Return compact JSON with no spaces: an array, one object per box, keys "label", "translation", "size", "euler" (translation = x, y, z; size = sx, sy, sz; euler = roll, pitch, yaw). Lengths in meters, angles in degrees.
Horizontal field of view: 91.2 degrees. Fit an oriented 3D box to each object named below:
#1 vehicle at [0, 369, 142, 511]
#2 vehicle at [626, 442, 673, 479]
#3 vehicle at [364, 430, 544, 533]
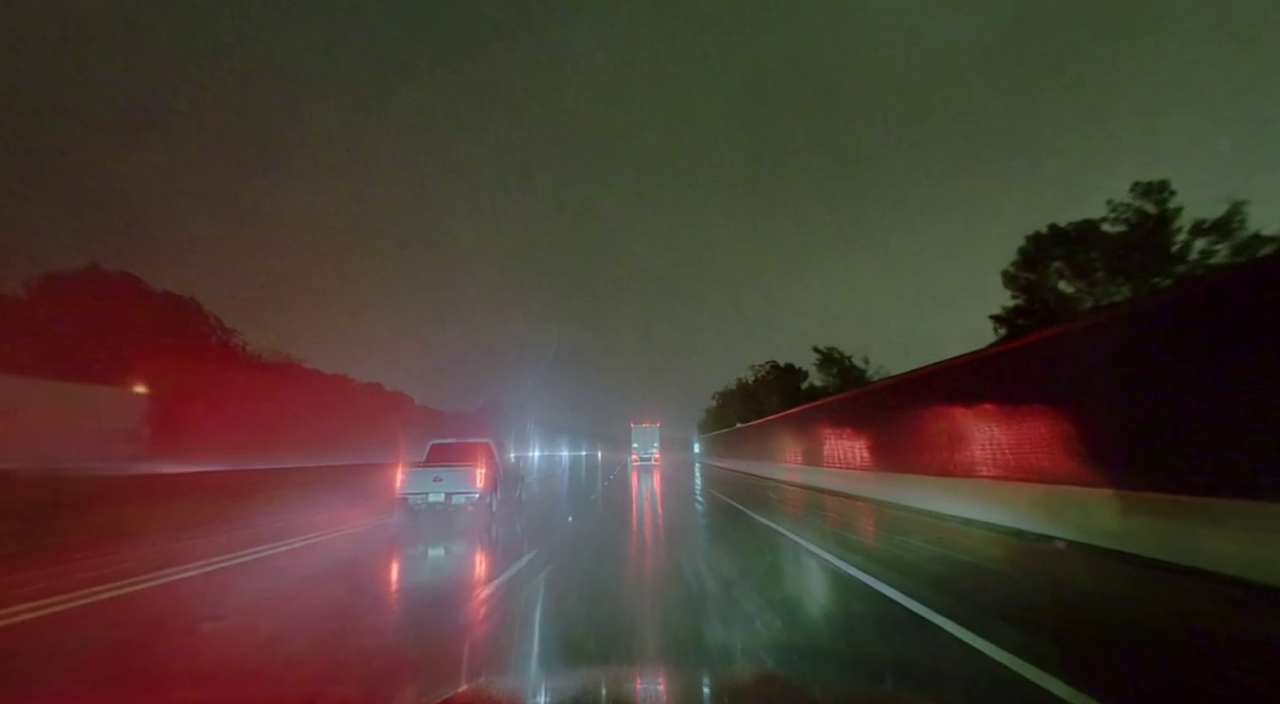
[{"label":"vehicle","translation":[-16.281,2.080,14.795],"size":[2.675,3.281,7.573],"euler":[0,-9,0]},{"label":"vehicle","translation":[0.423,5.511,31.929],"size":[2.230,1.715,4.243],"euler":[0,-9,0]},{"label":"vehicle","translation":[-3.407,2.494,12.641],"size":[2.181,1.653,4.691],"euler":[0,-9,0]}]
